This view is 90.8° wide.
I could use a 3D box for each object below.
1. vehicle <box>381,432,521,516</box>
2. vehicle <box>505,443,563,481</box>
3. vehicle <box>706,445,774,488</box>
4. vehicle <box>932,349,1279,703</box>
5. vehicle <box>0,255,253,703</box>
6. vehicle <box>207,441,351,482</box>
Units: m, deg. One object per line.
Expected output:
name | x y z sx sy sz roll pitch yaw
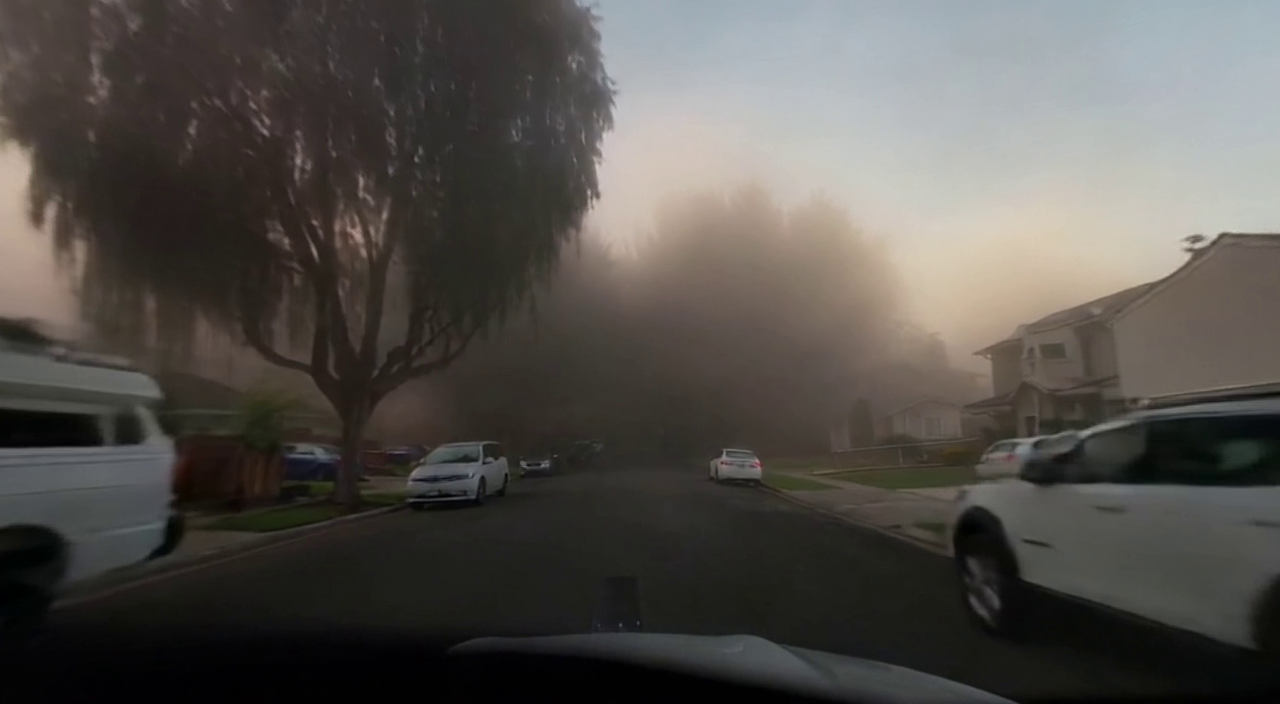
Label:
vehicle | -4.683 3.035 16.579 2.140 1.815 4.926 0 -7 0
vehicle | -4.976 5.201 30.237 1.887 1.660 4.312 0 -9 1
vehicle | 3.736 4.354 24.318 1.945 1.495 3.983 0 -9 0
vehicle | 3.605 1.000 3.243 2.082 1.790 4.330 0 -9 0
vehicle | -4.707 0.569 2.300 2.476 2.434 6.543 -1 -7 0
vehicle | -13.558 4.106 23.931 4.220 1.462 1.913 1 -9 -4
